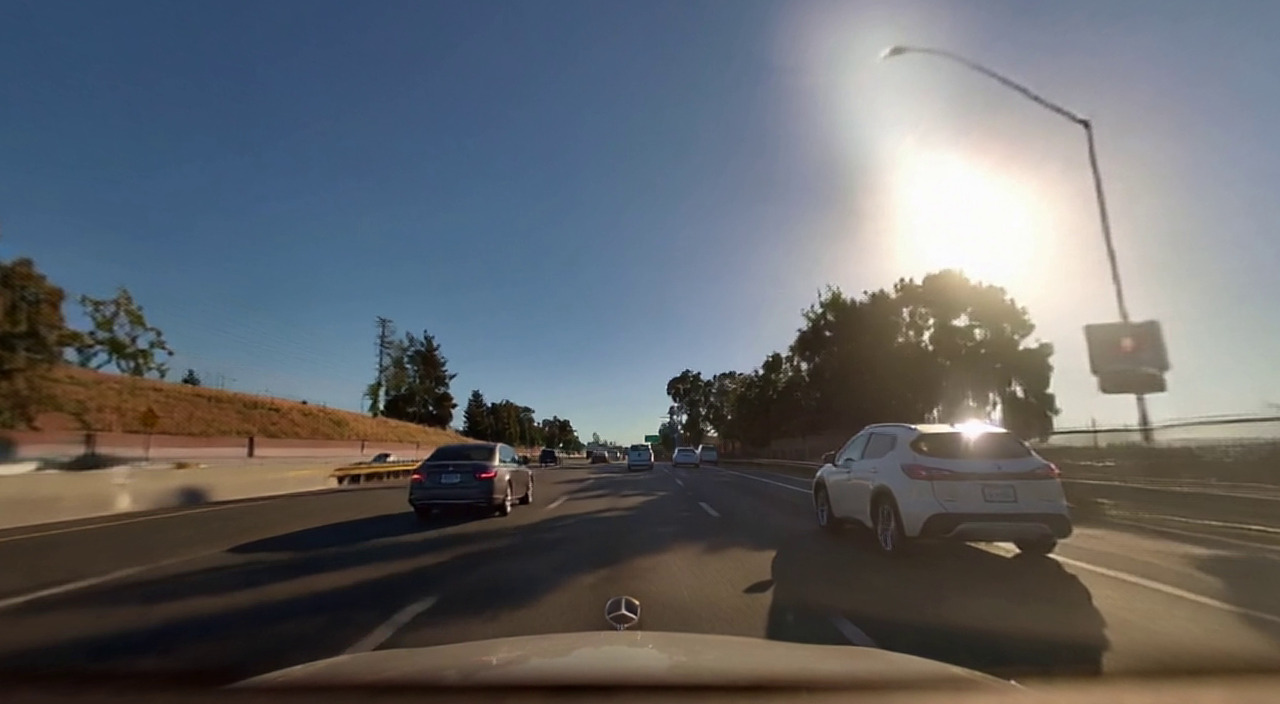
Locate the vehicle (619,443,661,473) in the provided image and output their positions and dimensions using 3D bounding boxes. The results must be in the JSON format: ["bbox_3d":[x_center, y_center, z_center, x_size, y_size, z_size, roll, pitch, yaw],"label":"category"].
[{"bbox_3d":[0.037,6.437,38.723,2.408,1.748,4.217,0,-8,1],"label":"vehicle"}]

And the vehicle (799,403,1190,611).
[{"bbox_3d":[3.534,1.616,7.592,2.029,1.716,4.545,0,-8,0],"label":"vehicle"}]

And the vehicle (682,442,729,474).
[{"bbox_3d":[3.802,6.249,37.476,2.320,1.735,4.408,0,-8,0],"label":"vehicle"}]

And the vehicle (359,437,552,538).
[{"bbox_3d":[-3.156,2.412,12.066,2.130,1.514,4.766,0,-8,1],"label":"vehicle"}]
